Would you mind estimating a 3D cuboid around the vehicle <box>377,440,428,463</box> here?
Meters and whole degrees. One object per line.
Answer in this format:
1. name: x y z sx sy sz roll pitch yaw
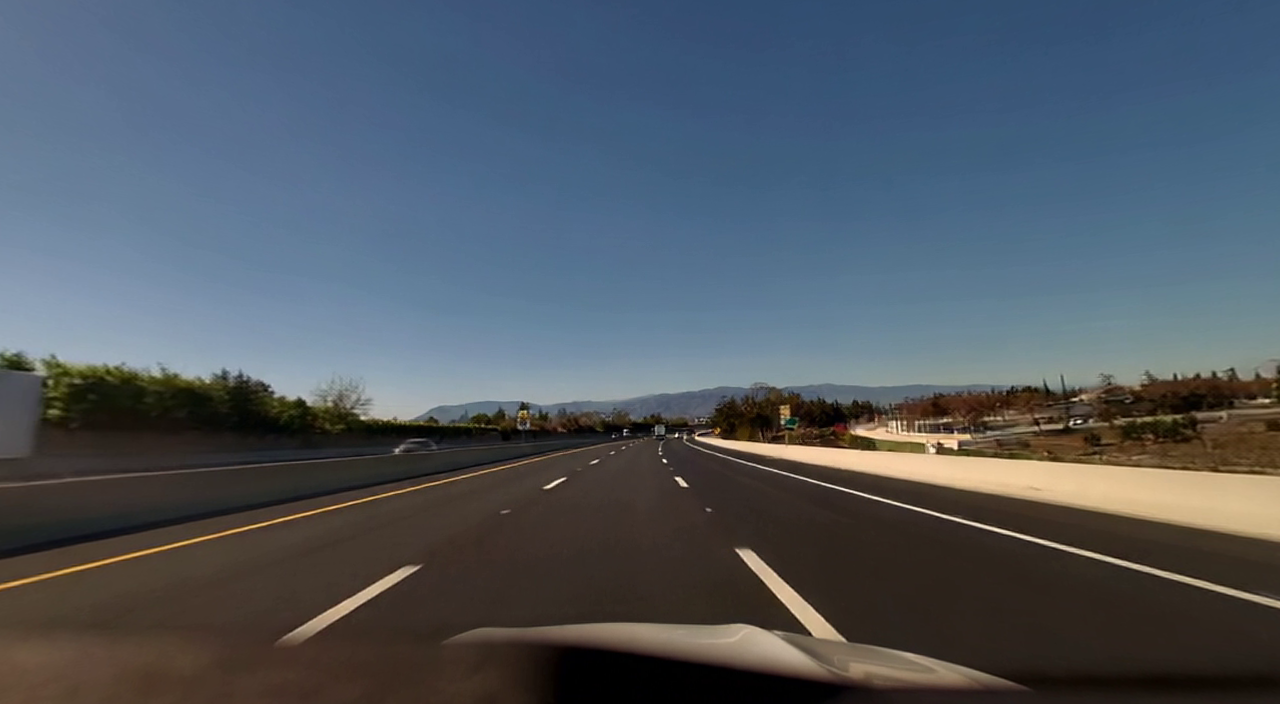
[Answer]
1. vehicle: -16.222 6.796 43.251 1.935 1.502 3.903 0 -8 0
